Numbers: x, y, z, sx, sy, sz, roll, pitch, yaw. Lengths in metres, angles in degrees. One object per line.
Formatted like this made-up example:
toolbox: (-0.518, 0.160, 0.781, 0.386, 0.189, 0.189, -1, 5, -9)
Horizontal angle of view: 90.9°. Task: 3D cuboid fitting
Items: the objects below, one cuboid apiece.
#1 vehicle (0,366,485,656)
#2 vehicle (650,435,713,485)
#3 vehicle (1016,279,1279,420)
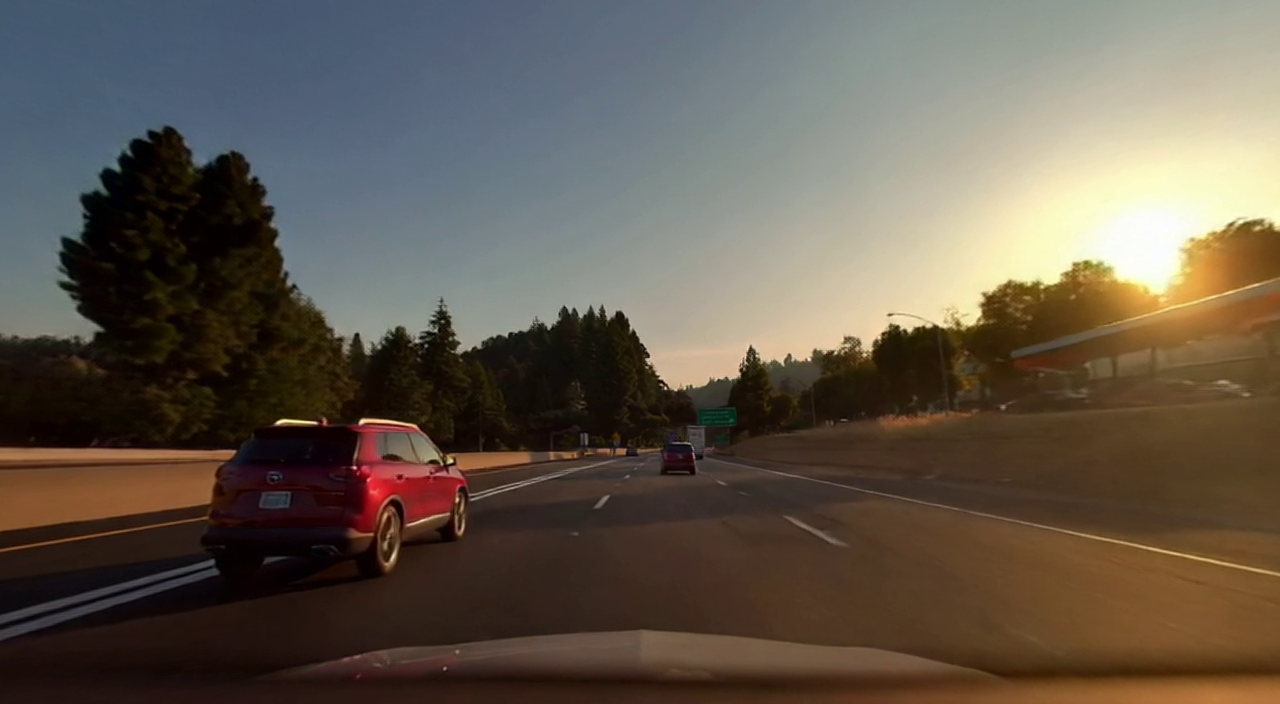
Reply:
vehicle: (-3.258, 1.343, 6.314, 2.139, 1.804, 4.611, 0, -9, 1)
vehicle: (1.461, 4.052, 23.903, 2.087, 1.682, 4.388, 0, -9, 0)
vehicle: (24.946, 0.742, 31.006, 3.528, 4.387, 16.822, -1, -9, 4)
